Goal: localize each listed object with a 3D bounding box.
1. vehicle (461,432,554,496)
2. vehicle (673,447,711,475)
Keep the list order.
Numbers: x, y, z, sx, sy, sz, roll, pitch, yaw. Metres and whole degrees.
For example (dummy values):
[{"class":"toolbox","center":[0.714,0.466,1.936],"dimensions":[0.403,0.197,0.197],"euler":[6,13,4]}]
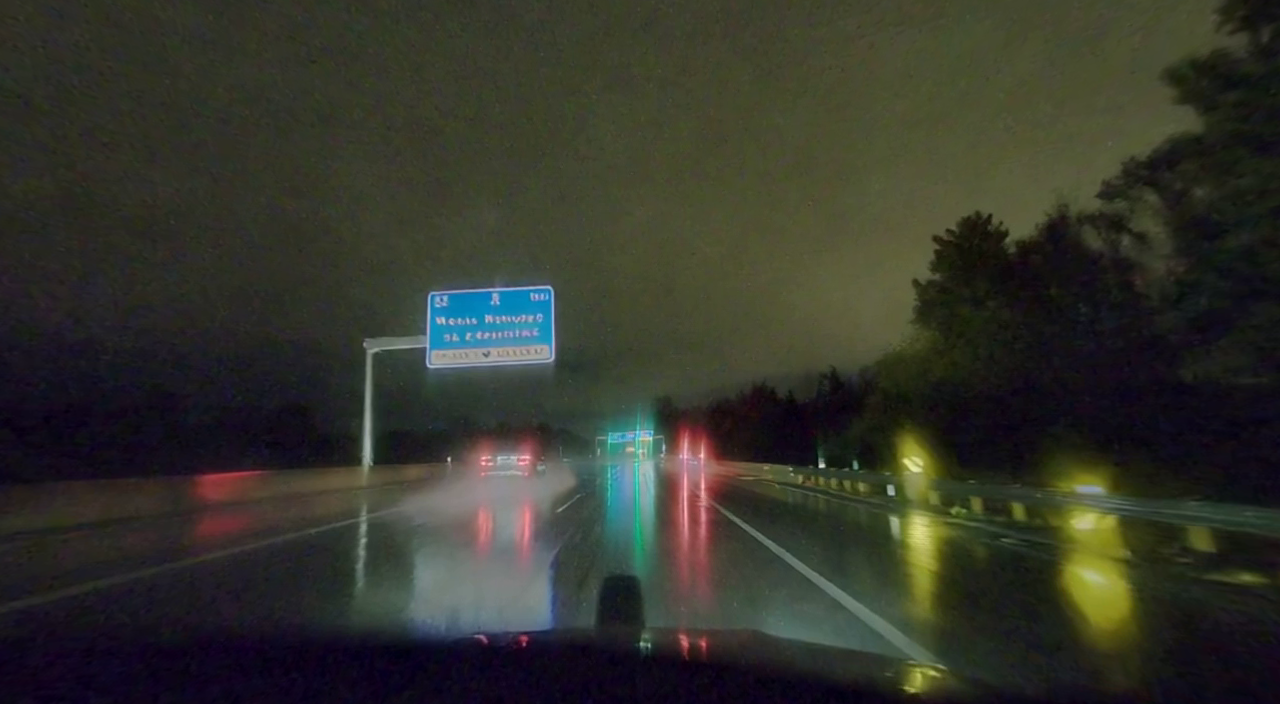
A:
[{"class":"vehicle","center":[-4.564,3.955,22.596],"dimensions":[2.278,2.054,4.498],"euler":[0,-9,1]},{"class":"vehicle","center":[3.386,7.173,41.888],"dimensions":[2.133,1.746,4.511],"euler":[0,-9,0]}]
